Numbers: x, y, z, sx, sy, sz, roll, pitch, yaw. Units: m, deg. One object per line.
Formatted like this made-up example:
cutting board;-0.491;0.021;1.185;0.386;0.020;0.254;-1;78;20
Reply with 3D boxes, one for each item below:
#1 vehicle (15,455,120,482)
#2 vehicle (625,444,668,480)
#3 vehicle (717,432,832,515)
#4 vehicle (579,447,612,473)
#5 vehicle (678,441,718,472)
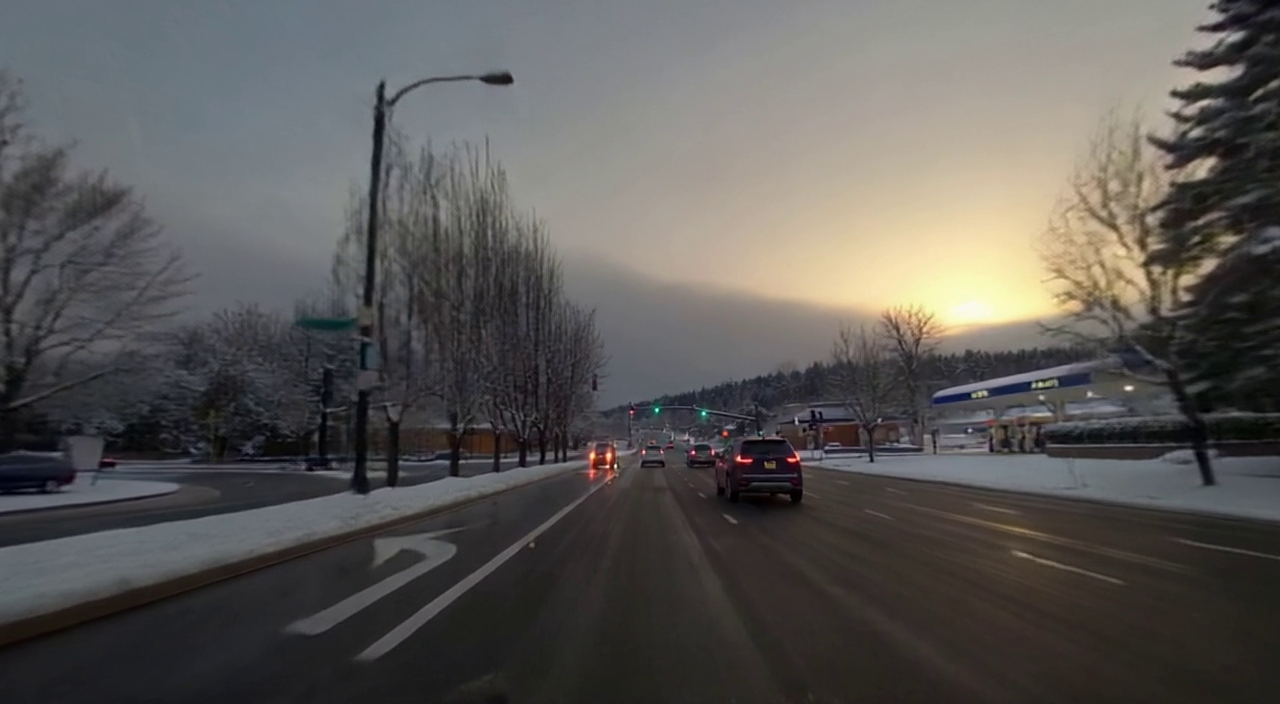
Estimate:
vehicle;-36.025;7.305;39.733;4.667;1.620;2.004;0;-8;2
vehicle;0.310;5.428;31.328;1.991;1.664;3.814;0;-8;0
vehicle;3.118;2.881;15.446;1.872;1.752;3.896;0;-8;-1
vehicle;-2.800;6.948;40.801;1.788;1.600;4.298;0;-8;1
vehicle;3.803;6.934;42.098;2.154;1.975;4.634;0;-8;-1
